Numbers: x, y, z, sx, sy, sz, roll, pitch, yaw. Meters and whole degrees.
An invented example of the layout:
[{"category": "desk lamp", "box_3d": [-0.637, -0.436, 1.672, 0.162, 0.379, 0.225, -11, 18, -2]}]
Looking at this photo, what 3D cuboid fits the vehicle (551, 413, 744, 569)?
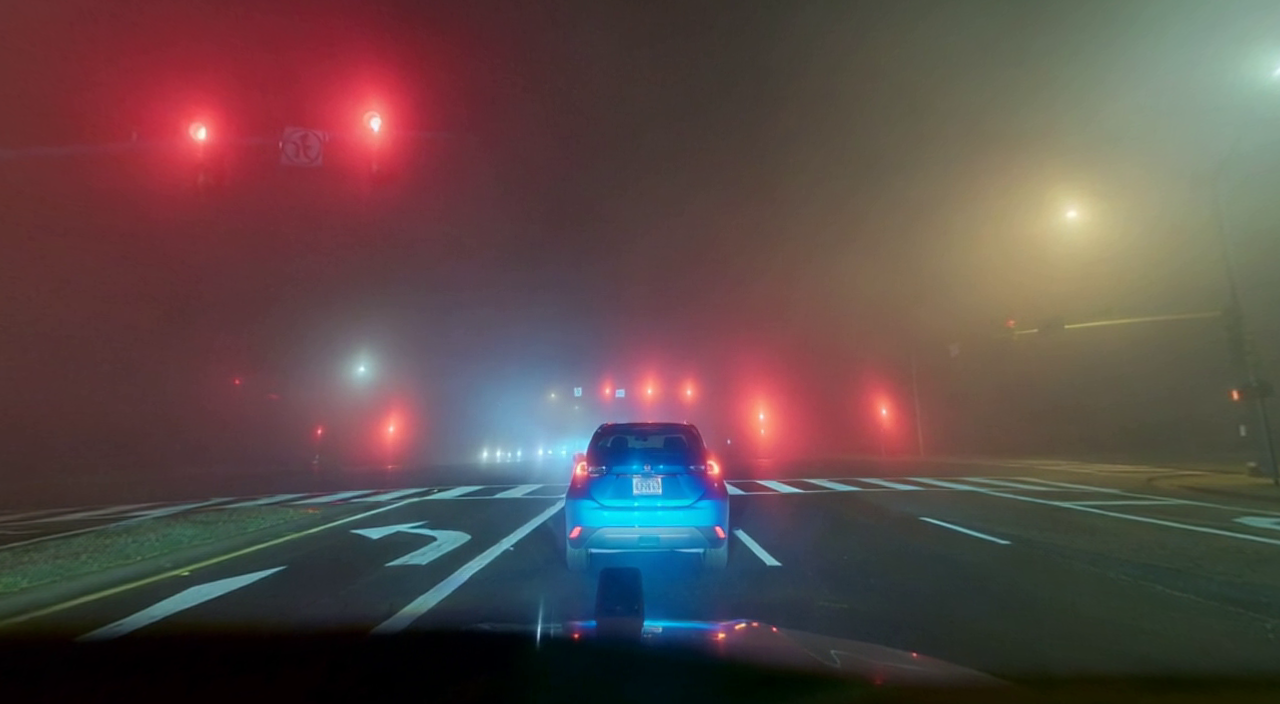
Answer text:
[{"category": "vehicle", "box_3d": [0.035, 1.757, 8.705, 2.027, 1.626, 3.942, 0, -8, -1]}]
